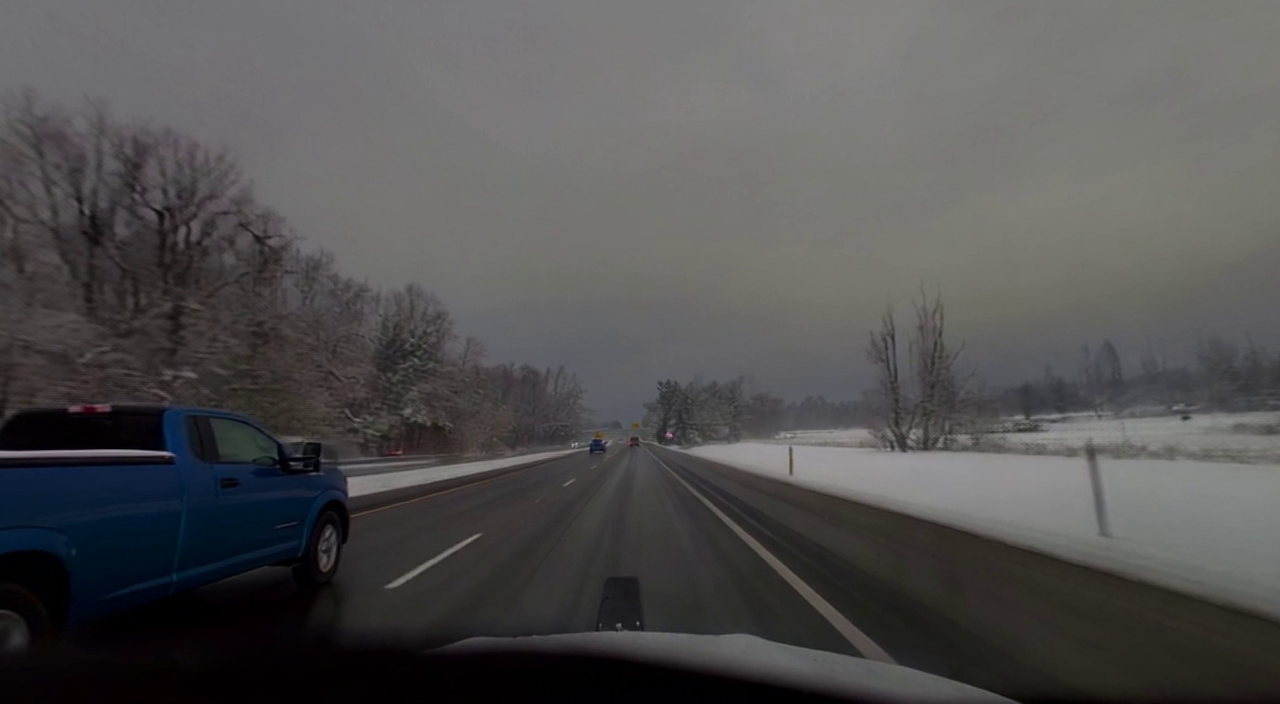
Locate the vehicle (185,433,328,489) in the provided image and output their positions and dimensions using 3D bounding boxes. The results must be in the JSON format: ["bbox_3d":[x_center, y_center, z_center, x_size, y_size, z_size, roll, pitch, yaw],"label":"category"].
[{"bbox_3d":[-12.142,3.467,20.370,1.933,1.588,4.305,0,-8,-1],"label":"vehicle"}]
